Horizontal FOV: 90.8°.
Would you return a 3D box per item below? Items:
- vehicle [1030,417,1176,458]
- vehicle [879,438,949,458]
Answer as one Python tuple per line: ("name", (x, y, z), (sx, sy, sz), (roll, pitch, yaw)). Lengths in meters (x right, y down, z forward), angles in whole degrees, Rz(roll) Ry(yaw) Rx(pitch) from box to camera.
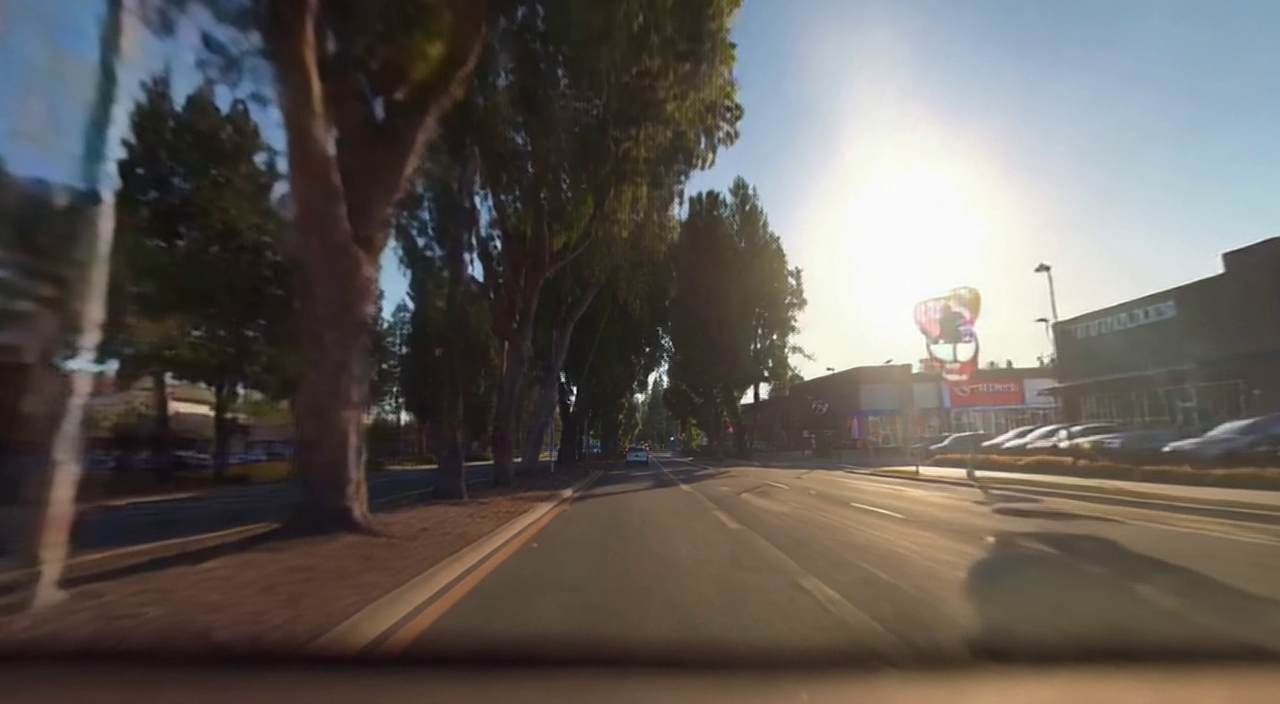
("vehicle", (20.180, 3.773, 27.756), (4.586, 1.668, 2.113), (-1, -8, 6))
("vehicle", (20.713, 7.266, 47.832), (4.396, 1.450, 1.956), (-1, -8, 3))
